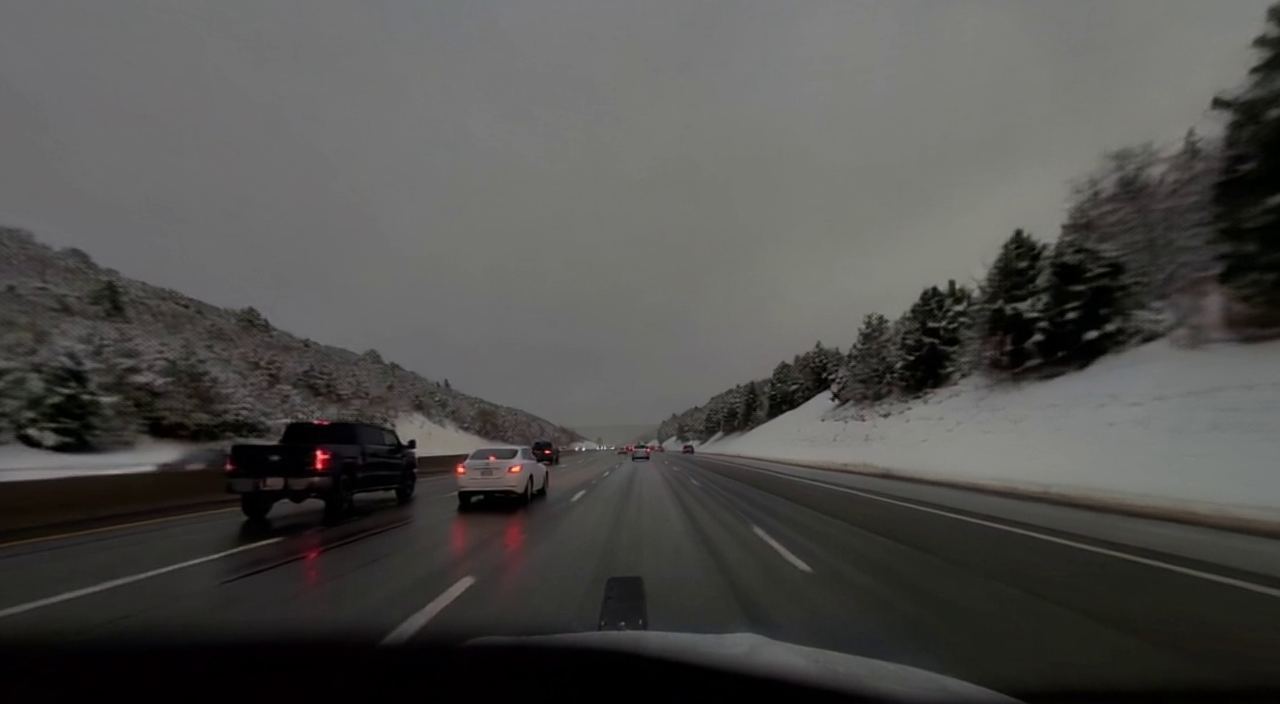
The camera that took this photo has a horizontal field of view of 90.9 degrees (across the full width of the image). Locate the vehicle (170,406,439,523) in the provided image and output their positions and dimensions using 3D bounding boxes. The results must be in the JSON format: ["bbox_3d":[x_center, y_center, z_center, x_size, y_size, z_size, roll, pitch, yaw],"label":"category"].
[{"bbox_3d":[-6.978,2.472,14.392,2.589,2.063,6.206,-1,-8,2],"label":"vehicle"}]

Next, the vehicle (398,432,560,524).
[{"bbox_3d":[-3.063,2.508,13.159,2.091,1.552,4.516,0,-9,2],"label":"vehicle"}]
